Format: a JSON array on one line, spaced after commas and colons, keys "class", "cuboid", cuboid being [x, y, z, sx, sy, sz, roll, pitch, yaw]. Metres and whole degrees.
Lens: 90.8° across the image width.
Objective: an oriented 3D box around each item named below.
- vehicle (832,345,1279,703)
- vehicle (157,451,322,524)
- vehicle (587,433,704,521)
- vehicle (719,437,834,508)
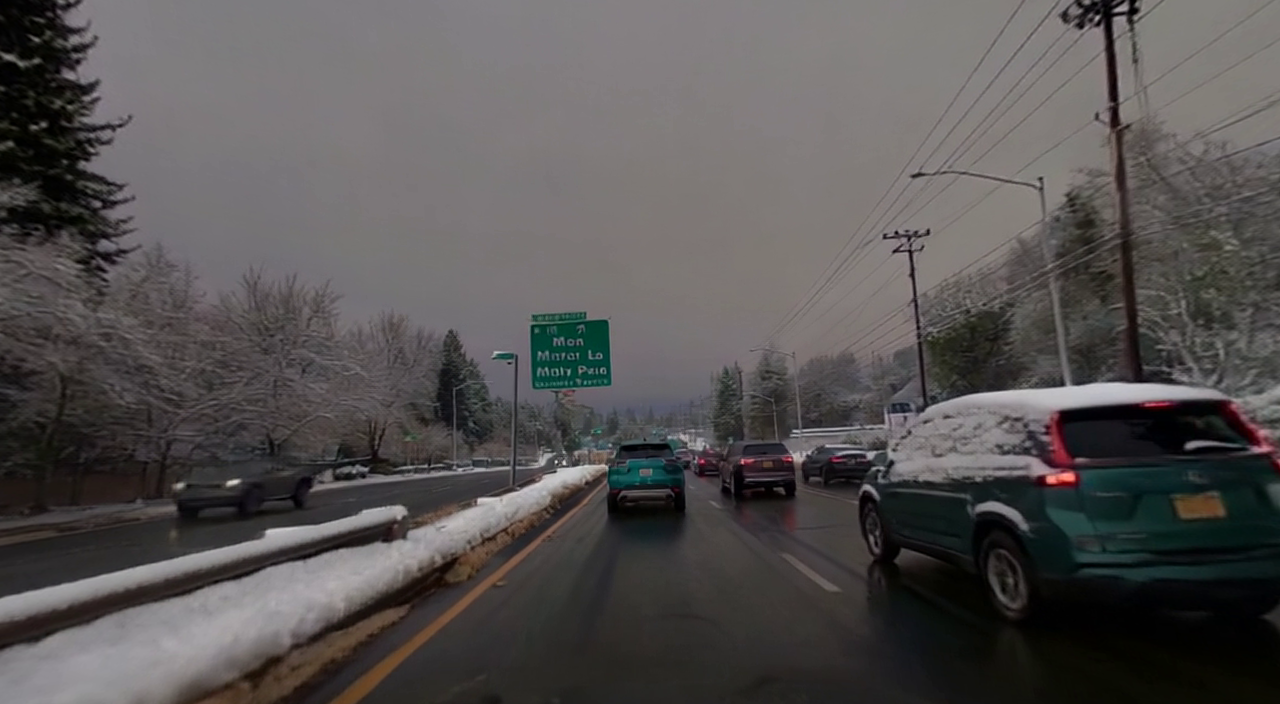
[{"class": "vehicle", "cuboid": [3.397, 1.200, 5.302, 2.097, 1.818, 4.625, 0, -8, 0]}, {"class": "vehicle", "cuboid": [-12.409, 4.158, 20.118, 2.107, 1.931, 5.015, 0, -8, -2]}, {"class": "vehicle", "cuboid": [0.088, 2.677, 14.102, 2.199, 1.641, 4.232, 0, -8, -1]}, {"class": "vehicle", "cuboid": [3.348, 3.049, 16.431, 2.064, 1.591, 4.081, 0, -8, 0]}]
